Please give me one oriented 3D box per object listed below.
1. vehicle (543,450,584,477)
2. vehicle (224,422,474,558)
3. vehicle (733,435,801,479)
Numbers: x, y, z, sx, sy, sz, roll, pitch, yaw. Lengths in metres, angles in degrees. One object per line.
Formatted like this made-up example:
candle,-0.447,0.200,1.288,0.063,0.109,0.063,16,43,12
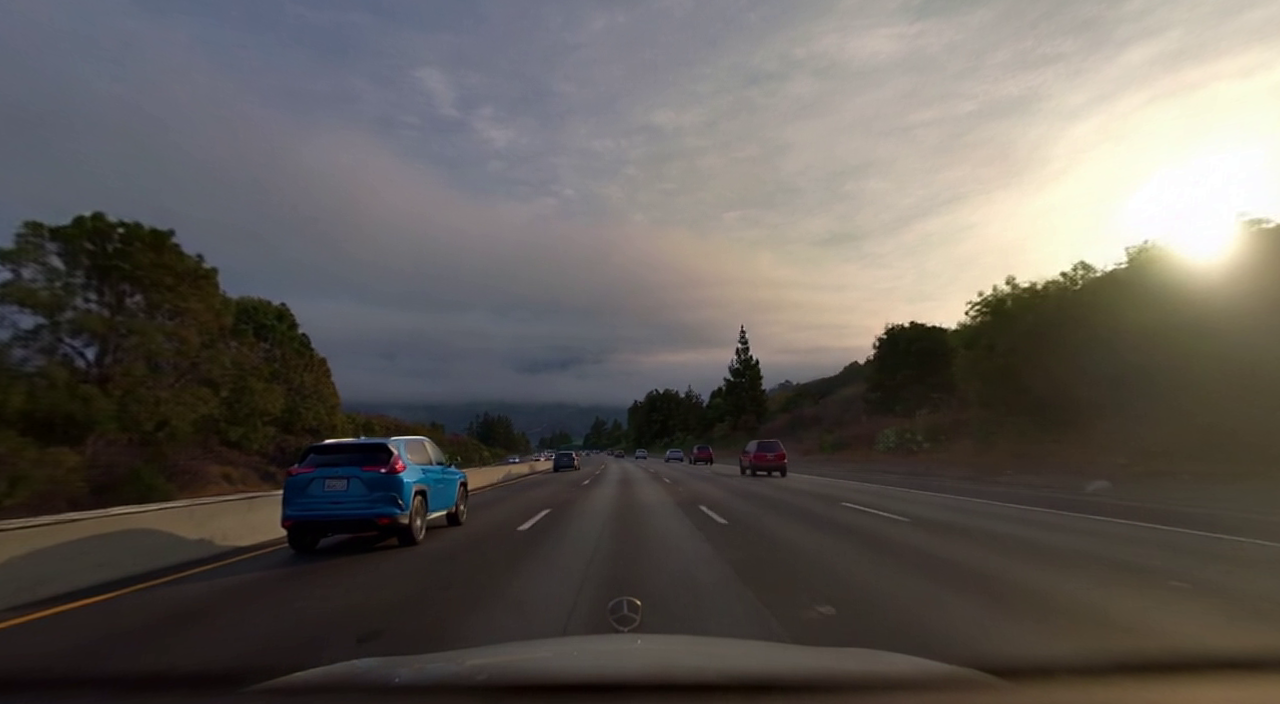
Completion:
vehicle,-4.459,6.544,37.236,2.009,1.488,4.289,0,-9,-2
vehicle,-4.357,2.127,10.396,2.079,1.745,4.281,0,-9,0
vehicle,6.595,5.531,33.356,2.378,2.096,5.119,0,-9,-2
